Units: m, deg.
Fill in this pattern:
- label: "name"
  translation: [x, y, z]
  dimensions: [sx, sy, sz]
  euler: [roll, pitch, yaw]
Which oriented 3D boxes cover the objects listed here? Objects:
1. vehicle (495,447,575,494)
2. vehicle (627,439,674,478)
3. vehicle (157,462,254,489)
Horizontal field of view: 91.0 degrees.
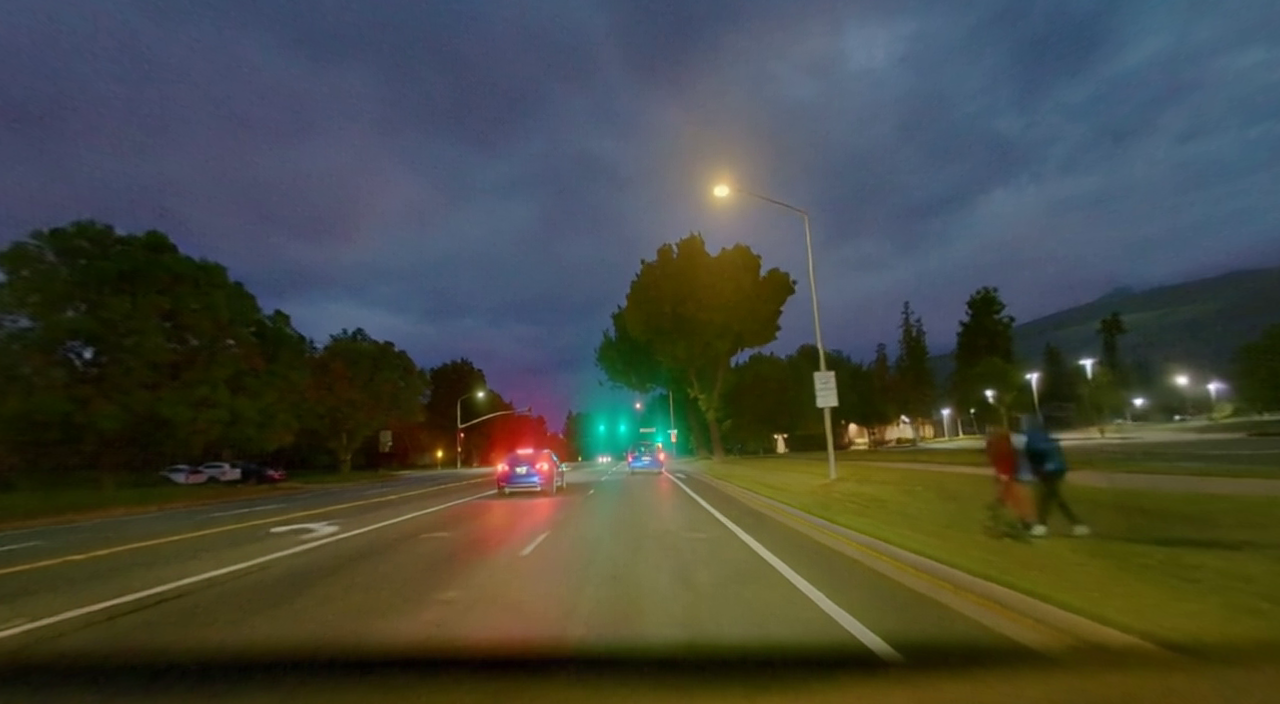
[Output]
- label: "vehicle"
  translation: [-3.514, 4.029, 21.884]
  dimensions: [2.036, 1.447, 4.044]
  euler: [0, -8, 1]
- label: "vehicle"
  translation: [0.446, 5.300, 31.621]
  dimensions: [2.215, 1.799, 4.426]
  euler: [0, -8, -1]
- label: "vehicle"
  translation: [-25.289, 7.210, 36.772]
  dimensions: [4.182, 1.444, 1.884]
  euler: [0, -8, -4]
